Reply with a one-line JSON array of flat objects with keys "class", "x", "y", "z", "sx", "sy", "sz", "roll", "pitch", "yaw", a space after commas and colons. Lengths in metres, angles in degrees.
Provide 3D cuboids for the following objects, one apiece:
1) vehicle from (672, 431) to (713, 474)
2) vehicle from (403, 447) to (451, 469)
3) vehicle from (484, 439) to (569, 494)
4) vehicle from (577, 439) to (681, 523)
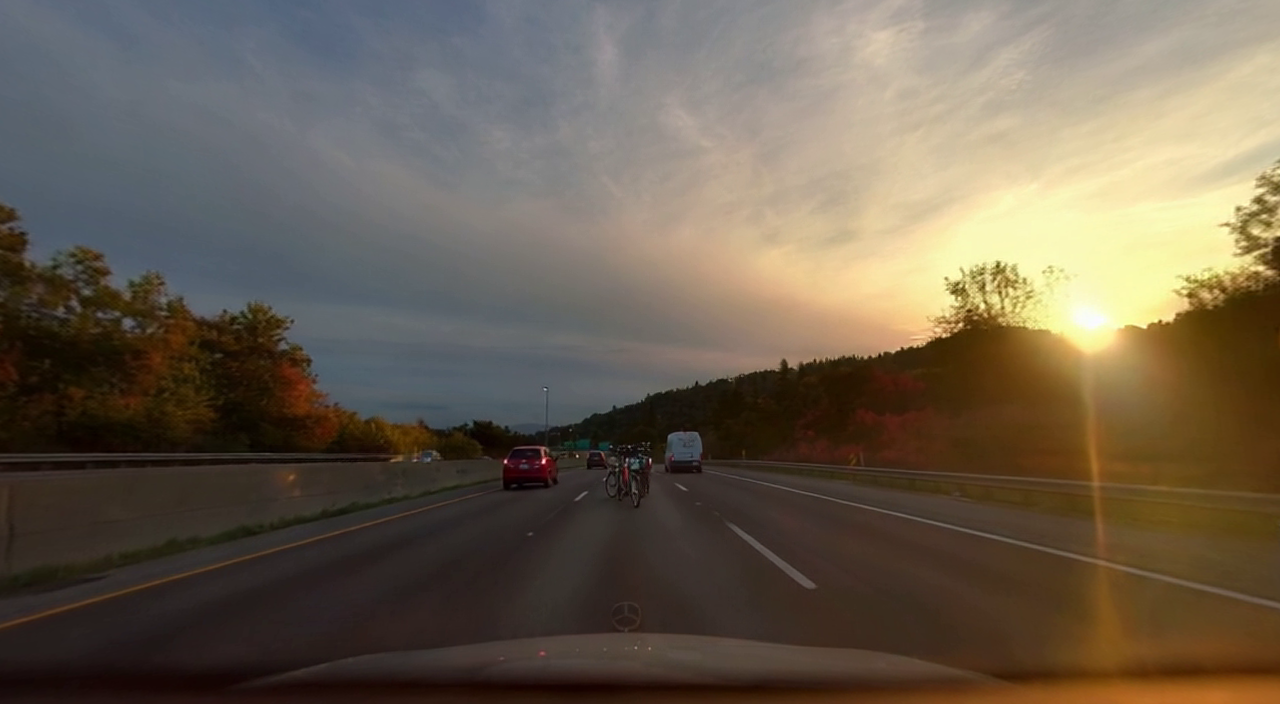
[{"class": "vehicle", "x": 3.455, "y": 6.816, "z": 42.701, "sx": 2.234, "sy": 2.679, "sz": 5.372, "roll": 0, "pitch": -9, "yaw": -1}, {"class": "vehicle", "x": -15.879, "y": 7.933, "z": 47.324, "sx": 1.985, "sy": 1.562, "sz": 4.522, "roll": 0, "pitch": -9, "yaw": 0}, {"class": "vehicle", "x": -3.703, "y": 3.859, "z": 21.546, "sx": 1.985, "sy": 1.671, "sz": 4.604, "roll": 0, "pitch": -9, "yaw": 1}, {"class": "vehicle", "x": -0.194, "y": 2.722, "z": 13.714, "sx": 1.973, "sy": 1.574, "sz": 3.426, "roll": 0, "pitch": -9, "yaw": 1}]
